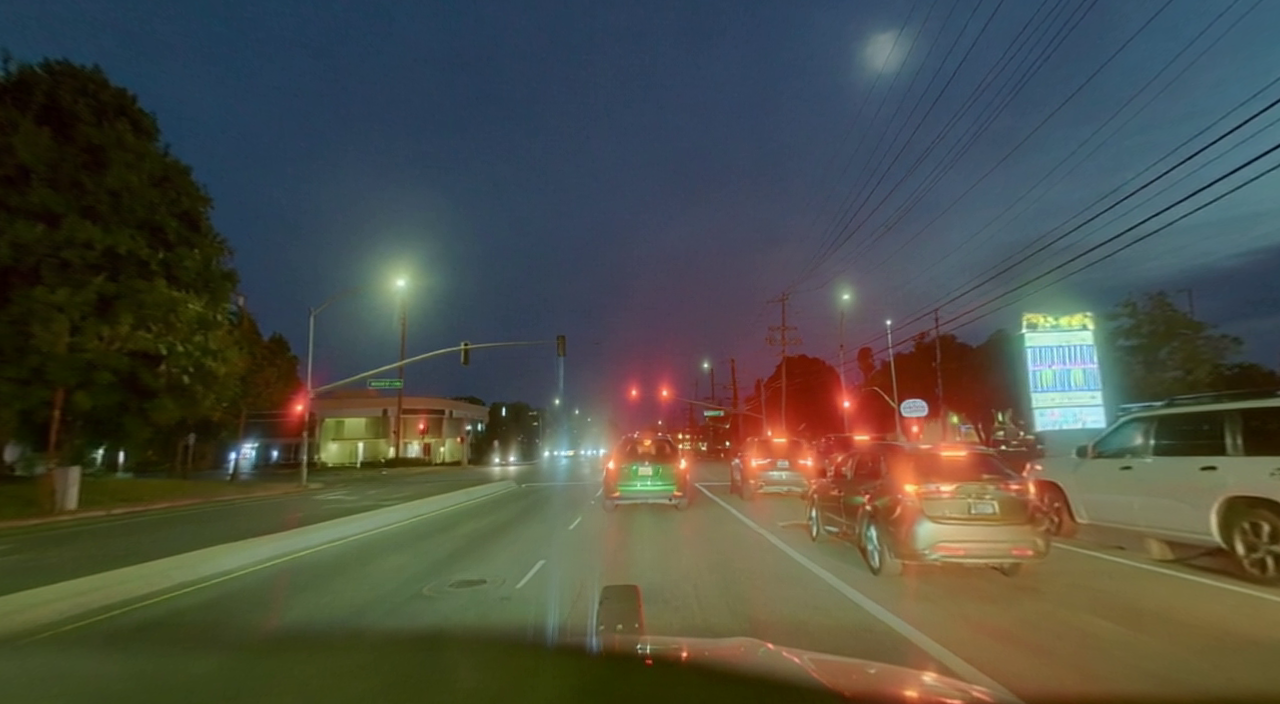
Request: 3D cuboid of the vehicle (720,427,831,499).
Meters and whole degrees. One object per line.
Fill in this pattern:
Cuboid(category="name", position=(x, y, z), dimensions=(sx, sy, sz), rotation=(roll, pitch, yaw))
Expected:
Cuboid(category="vehicle", position=(3.695, 3.138, 18.234), dimensions=(2.060, 1.789, 4.712), rotation=(0, -9, -1))

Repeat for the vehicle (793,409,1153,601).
Cuboid(category="vehicle", position=(3.347, 1.621, 7.565), dimensions=(1.998, 1.620, 4.267), rotation=(0, -9, 1))

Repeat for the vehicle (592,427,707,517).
Cuboid(category="vehicle", position=(0.176, 2.549, 13.913), dimensions=(2.149, 1.668, 3.962), rotation=(0, -9, 0))

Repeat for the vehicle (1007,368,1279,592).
Cuboid(category="vehicle", position=(6.677, 1.373, 7.233), dimensions=(2.080, 1.958, 4.653), rotation=(0, -9, 0))
